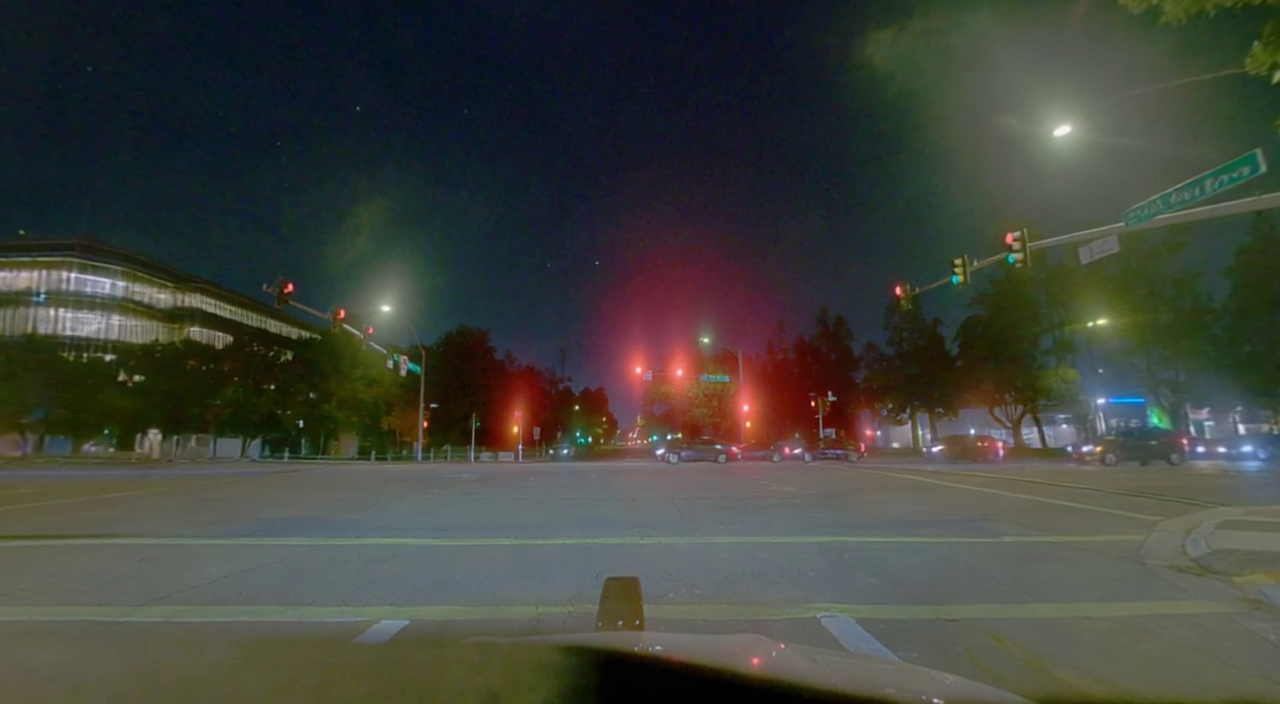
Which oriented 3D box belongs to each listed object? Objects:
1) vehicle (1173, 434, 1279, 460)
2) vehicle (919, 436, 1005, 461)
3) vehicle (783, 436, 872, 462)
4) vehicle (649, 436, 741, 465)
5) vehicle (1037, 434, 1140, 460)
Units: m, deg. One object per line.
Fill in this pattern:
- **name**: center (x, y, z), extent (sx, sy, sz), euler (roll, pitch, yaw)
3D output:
- **vehicle**: center (34.261, 5.511, 36.723), extent (4.724, 1.452, 1.870), euler (0, -9, 0)
- **vehicle**: center (20.376, 6.123, 40.054), extent (4.443, 1.472, 1.794), euler (0, -9, 1)
- **vehicle**: center (10.921, 5.663, 36.950), extent (4.631, 1.435, 1.715), euler (0, -9, 0)
- **vehicle**: center (2.837, 5.166, 33.197), extent (4.629, 1.423, 1.833), euler (0, -9, -1)
- **vehicle**: center (25.916, 5.508, 36.607), extent (4.519, 1.476, 1.767), euler (0, -9, 1)
